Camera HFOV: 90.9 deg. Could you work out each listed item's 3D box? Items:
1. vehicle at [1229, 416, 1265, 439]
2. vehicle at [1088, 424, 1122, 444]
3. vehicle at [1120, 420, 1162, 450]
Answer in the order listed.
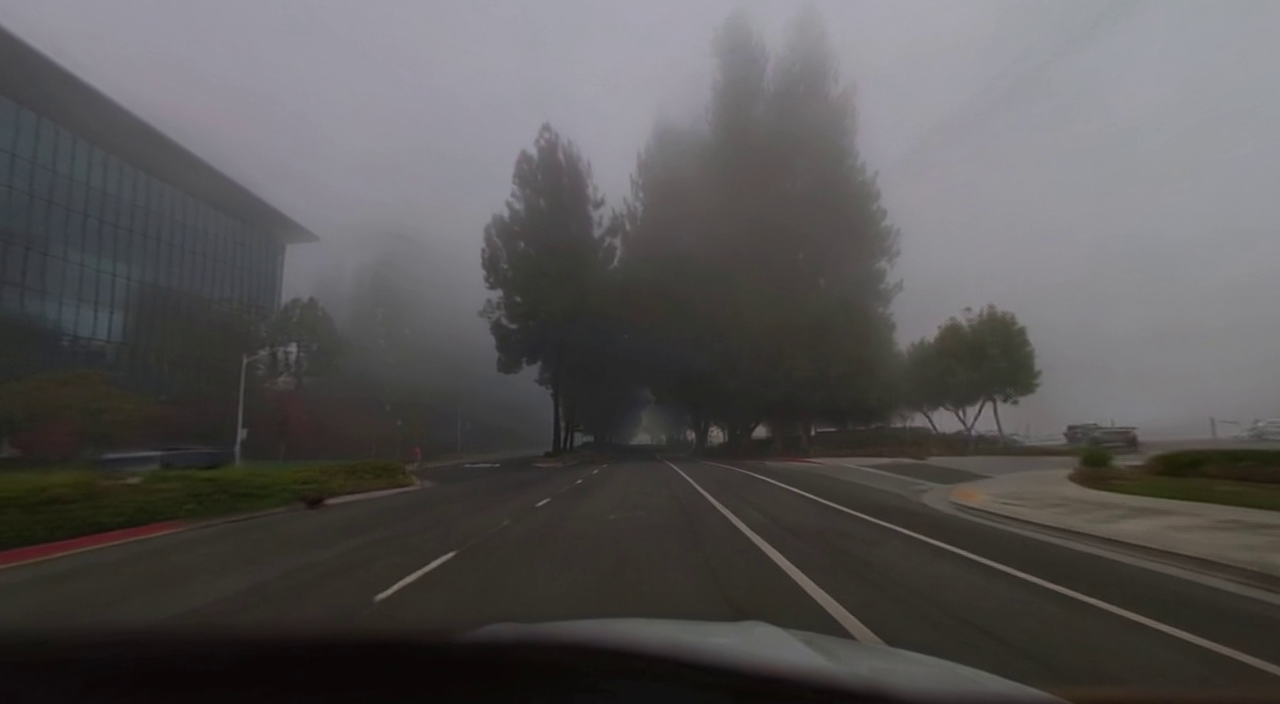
[{"bbox_3d":[41.970,5.217,43.605,1.545,1.512,3.318,-4,-7,41],"label":"vehicle"},{"bbox_3d":[35.334,6.233,47.872,1.828,1.443,3.905,-6,-9,38],"label":"vehicle"},{"bbox_3d":[32.318,5.400,40.602,1.856,1.730,4.156,-9,-13,38],"label":"vehicle"}]
